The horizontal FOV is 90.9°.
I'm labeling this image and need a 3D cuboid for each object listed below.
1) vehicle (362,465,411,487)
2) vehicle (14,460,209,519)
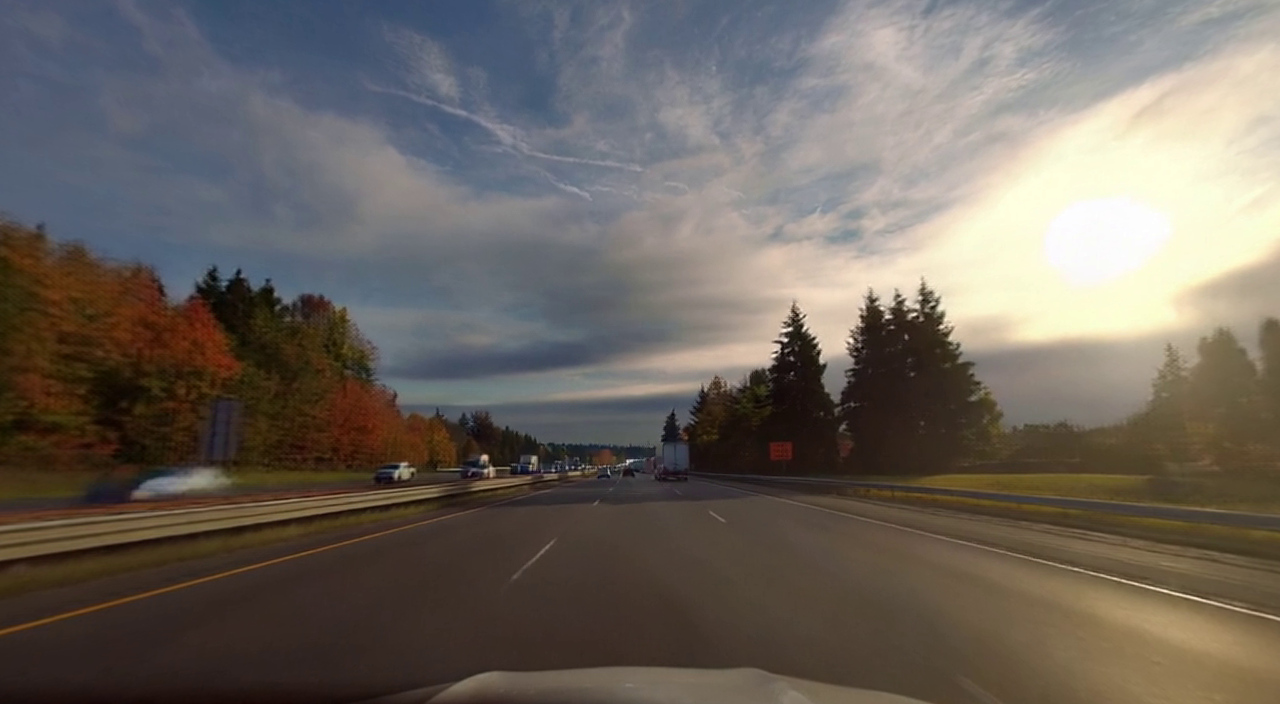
[{"bbox_3d":[-19.742,9.661,49.262,1.944,1.636,4.409,1,-10,0],"label":"vehicle"},{"bbox_3d":[-15.299,3.989,18.661,1.822,1.490,4.560,1,-10,0],"label":"vehicle"}]
